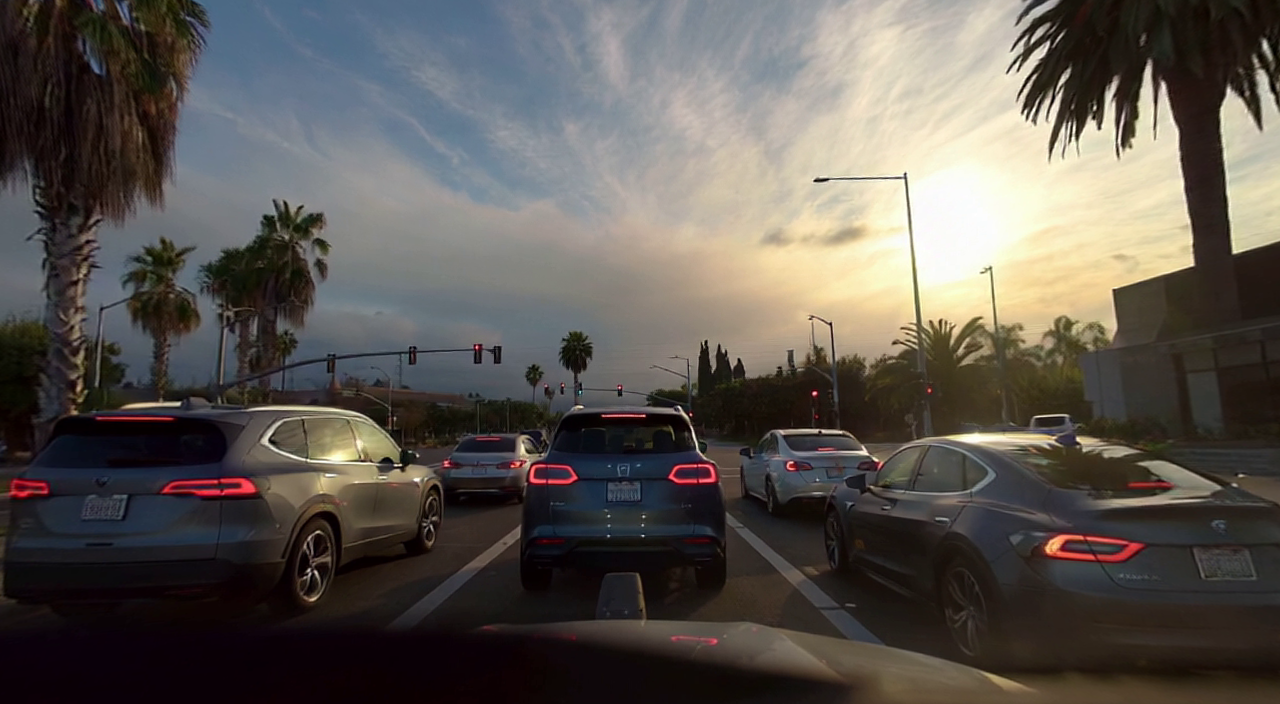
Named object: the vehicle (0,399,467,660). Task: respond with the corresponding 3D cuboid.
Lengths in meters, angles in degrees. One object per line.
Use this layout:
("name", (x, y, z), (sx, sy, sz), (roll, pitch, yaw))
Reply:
("vehicle", (-3.347, 1.384, 6.048), (2.014, 1.534, 4.455), (0, -8, 1))

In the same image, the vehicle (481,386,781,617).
("vehicle", (-0.126, 1.460, 7.079), (2.280, 1.747, 4.361), (0, -8, -2))

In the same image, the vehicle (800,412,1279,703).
("vehicle", (2.975, 1.370, 5.253), (2.017, 1.491, 4.611), (0, -8, -1))
